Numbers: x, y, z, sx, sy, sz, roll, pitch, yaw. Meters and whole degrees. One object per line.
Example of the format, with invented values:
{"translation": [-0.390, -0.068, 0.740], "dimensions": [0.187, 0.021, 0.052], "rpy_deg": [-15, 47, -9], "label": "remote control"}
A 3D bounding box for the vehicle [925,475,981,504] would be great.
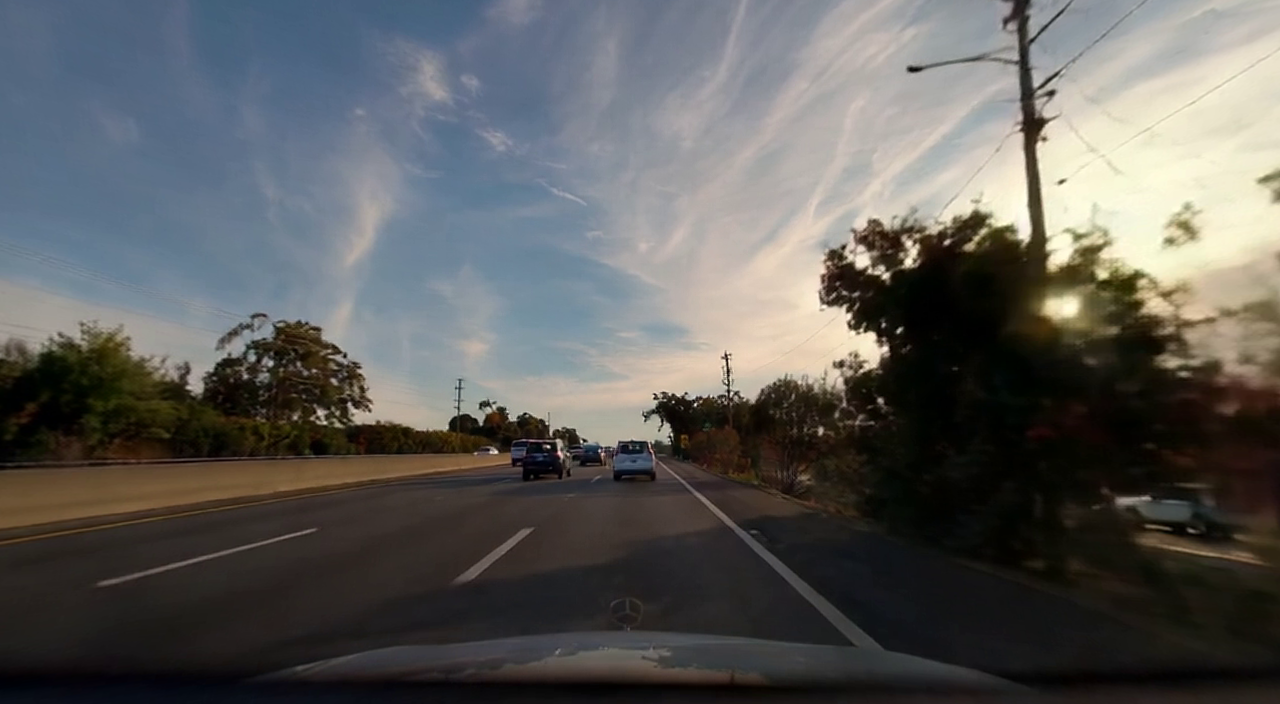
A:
{"translation": [21.515, 9.435, 43.526], "dimensions": [1.820, 1.768, 4.621], "rpy_deg": [-3, -11, 5], "label": "vehicle"}

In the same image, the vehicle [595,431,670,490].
{"translation": [-0.244, 3.701, 21.854], "dimensions": [2.319, 1.813, 4.274], "rpy_deg": [0, -8, 0], "label": "vehicle"}

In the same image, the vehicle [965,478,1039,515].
{"translation": [19.882, 7.912, 34.807], "dimensions": [1.832, 1.624, 4.158], "rpy_deg": [-1, -9, 4], "label": "vehicle"}

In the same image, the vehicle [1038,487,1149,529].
{"translation": [20.151, 6.933, 28.300], "dimensions": [1.801, 1.469, 4.315], "rpy_deg": [-3, -11, 2], "label": "vehicle"}

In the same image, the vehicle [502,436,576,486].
{"translation": [-3.853, 4.236, 24.882], "dimensions": [2.104, 1.754, 4.515], "rpy_deg": [0, -8, 1], "label": "vehicle"}

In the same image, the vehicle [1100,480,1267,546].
{"translation": [18.500, 5.463, 21.820], "dimensions": [1.965, 1.761, 4.363], "rpy_deg": [-1, -9, 3], "label": "vehicle"}
